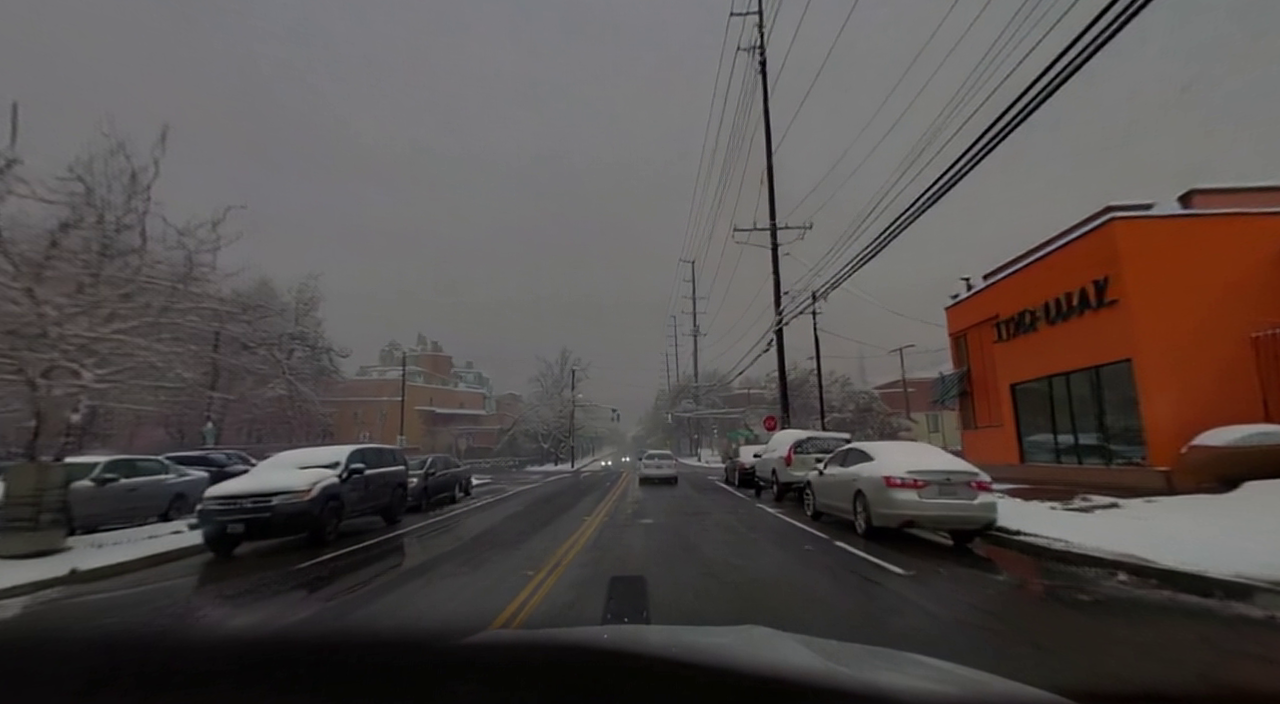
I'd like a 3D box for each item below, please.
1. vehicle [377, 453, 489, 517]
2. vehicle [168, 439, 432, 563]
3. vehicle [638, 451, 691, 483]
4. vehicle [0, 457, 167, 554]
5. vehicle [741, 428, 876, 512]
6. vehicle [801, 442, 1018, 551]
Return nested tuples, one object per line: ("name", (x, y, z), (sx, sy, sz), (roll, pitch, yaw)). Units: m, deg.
("vehicle", (-5.555, 3.581, 17.424), (1.820, 1.482, 3.737), (0, -8, 0))
("vehicle", (-5.795, 2.540, 11.772), (2.146, 1.775, 5.117), (0, -8, -1))
("vehicle", (1.374, 6.080, 33.662), (2.033, 1.464, 4.645), (-2, -8, 12))
("vehicle", (-11.730, 2.651, 11.177), (4.968, 1.493, 1.961), (0, -8, -3))
("vehicle", (4.187, 2.985, 16.620), (2.178, 1.856, 4.756), (1, -8, -1))
("vehicle", (4.227, 2.284, 10.820), (1.840, 1.452, 4.517), (0, -8, 2))
